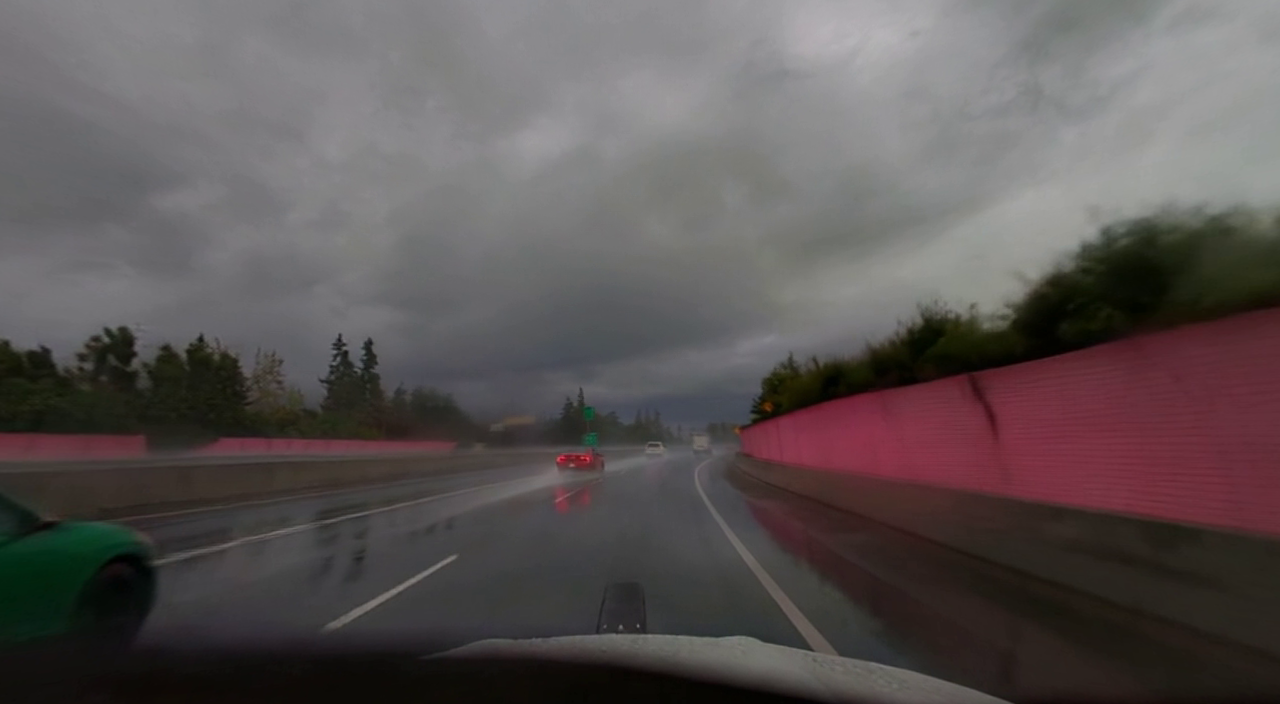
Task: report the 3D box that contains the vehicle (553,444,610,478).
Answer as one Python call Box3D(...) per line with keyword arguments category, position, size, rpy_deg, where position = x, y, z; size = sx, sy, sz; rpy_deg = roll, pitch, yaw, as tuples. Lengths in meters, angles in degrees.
Box3D(category="vehicle", position=(-2.567, 4.918, 28.617), size=(1.746, 1.405, 4.339), rpy_deg=(-1, -9, 6))

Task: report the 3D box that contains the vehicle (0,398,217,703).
Box3D(category="vehicle", position=(-3.779, 0.846, 2.135), size=(1.884, 1.469, 3.959), rpy_deg=(0, -9, 1))
